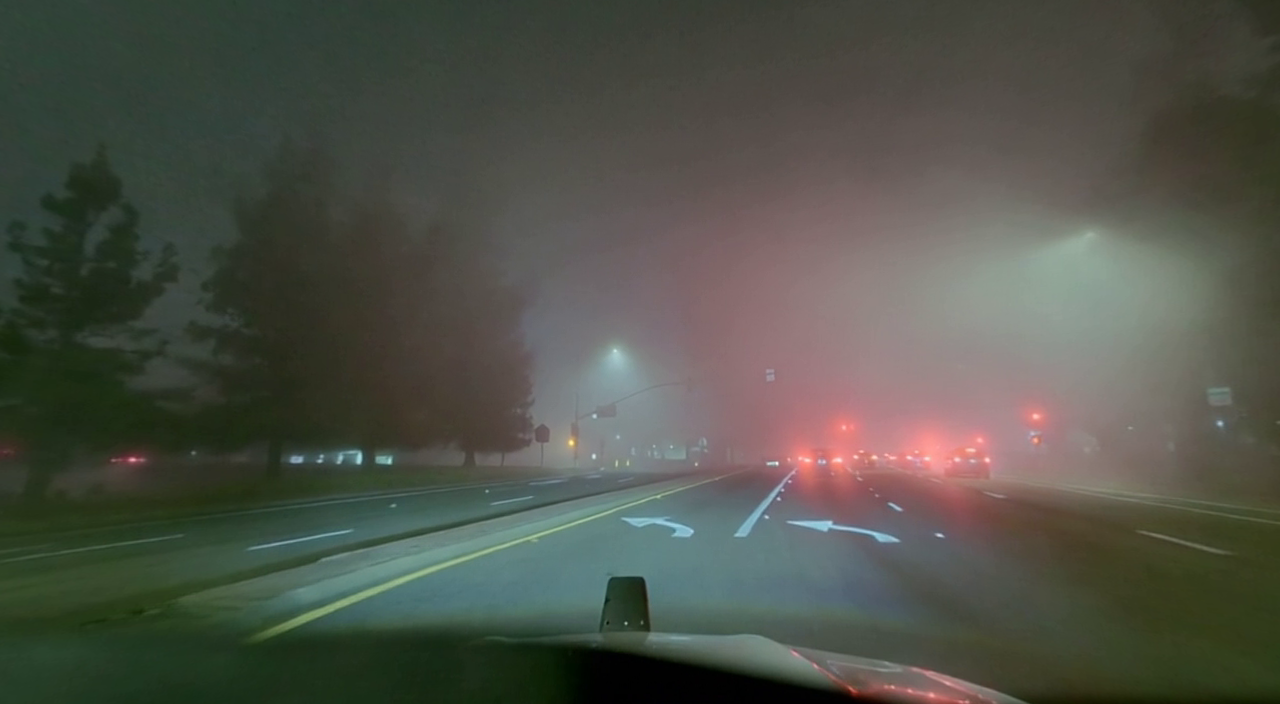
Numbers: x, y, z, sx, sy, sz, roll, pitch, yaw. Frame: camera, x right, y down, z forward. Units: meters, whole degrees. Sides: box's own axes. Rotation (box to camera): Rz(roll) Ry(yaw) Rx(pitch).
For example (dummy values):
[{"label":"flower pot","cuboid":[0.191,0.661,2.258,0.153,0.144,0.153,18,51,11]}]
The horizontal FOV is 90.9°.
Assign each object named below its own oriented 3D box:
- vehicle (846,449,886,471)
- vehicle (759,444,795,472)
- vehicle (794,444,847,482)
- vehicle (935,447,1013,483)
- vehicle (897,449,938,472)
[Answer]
[{"label":"vehicle","cuboid":[15.521,7.423,43.506,2.063,1.476,4.361,-3,-9,14]},{"label":"vehicle","cuboid":[9.660,7.370,44.102,2.245,1.800,4.522,-2,-9,14]},{"label":"vehicle","cuboid":[8.189,5.012,28.742,2.078,1.578,4.107,-3,-9,15]},{"label":"vehicle","cuboid":[14.320,4.847,27.289,1.884,1.422,4.262,-3,-9,13]},{"label":"vehicle","cuboid":[19.299,7.565,44.047,1.901,1.484,4.093,-2,-9,14]}]
